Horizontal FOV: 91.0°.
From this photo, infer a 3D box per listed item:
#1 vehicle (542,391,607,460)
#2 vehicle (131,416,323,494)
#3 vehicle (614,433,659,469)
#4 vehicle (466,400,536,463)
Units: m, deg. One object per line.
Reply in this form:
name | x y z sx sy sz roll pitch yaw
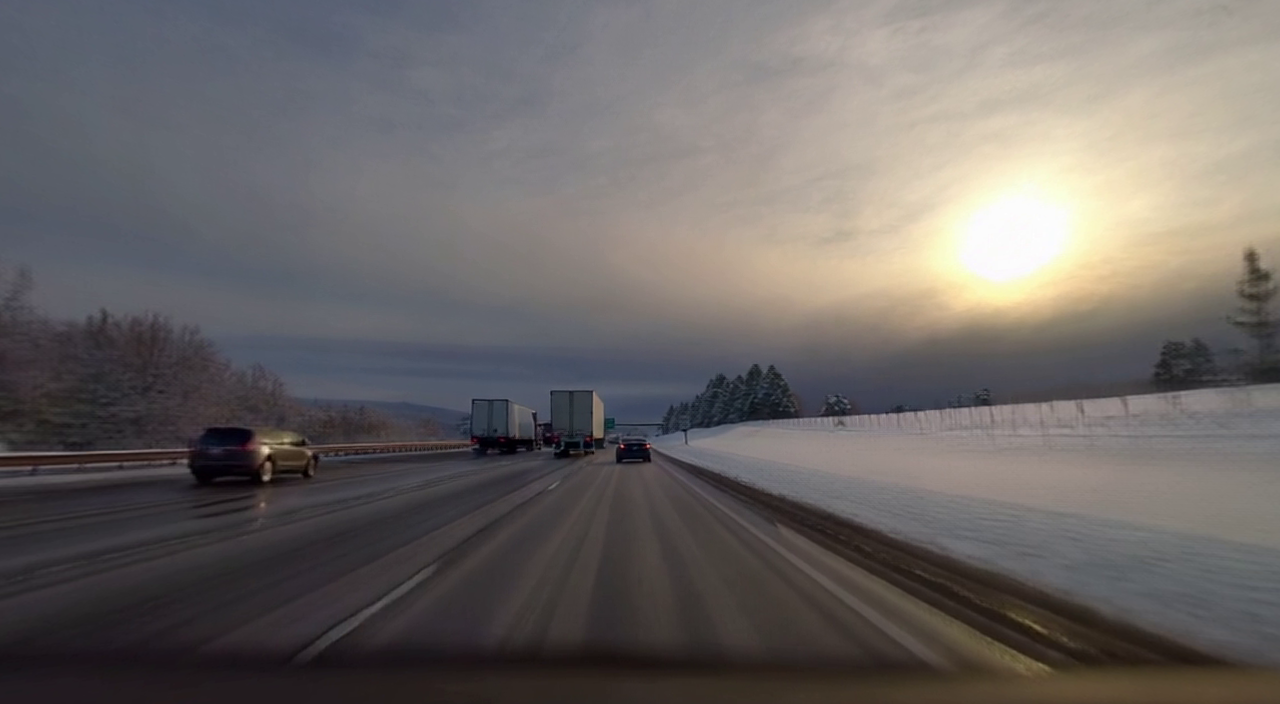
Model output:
vehicle | -4.282 5.496 45.449 3.475 4.037 17.454 0 -8 -2
vehicle | -11.122 2.813 17.531 2.153 1.841 4.790 0 -8 -1
vehicle | -0.228 4.375 27.976 1.891 1.477 3.599 0 -8 -2
vehicle | -8.137 4.788 37.812 2.728 3.405 7.096 0 -8 -2
